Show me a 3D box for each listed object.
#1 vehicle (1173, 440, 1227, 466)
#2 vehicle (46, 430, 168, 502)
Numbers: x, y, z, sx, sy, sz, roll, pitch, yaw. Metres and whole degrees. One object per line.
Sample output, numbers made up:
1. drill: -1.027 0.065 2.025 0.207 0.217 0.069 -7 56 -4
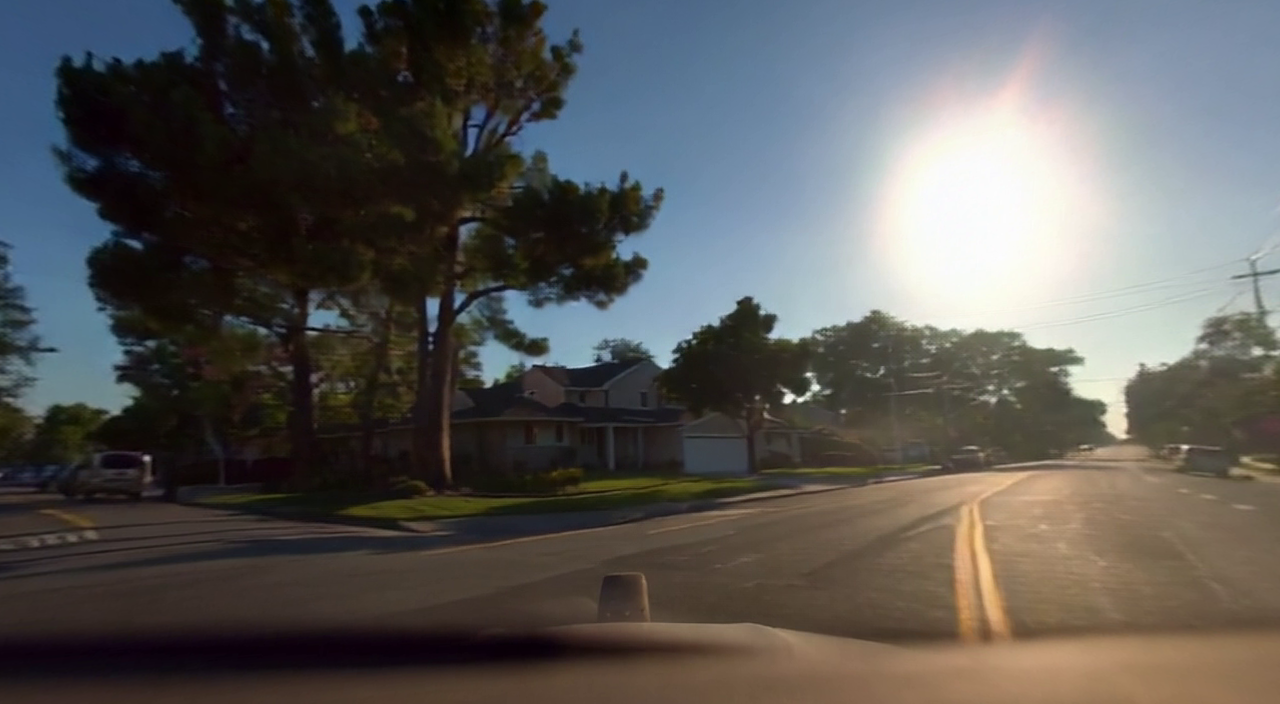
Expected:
1. vehicle: 34.666 6.246 39.116 1.970 1.530 3.685 -6 -10 34
2. vehicle: -25.940 5.399 30.603 6.380 3.089 2.718 -6 -10 35
